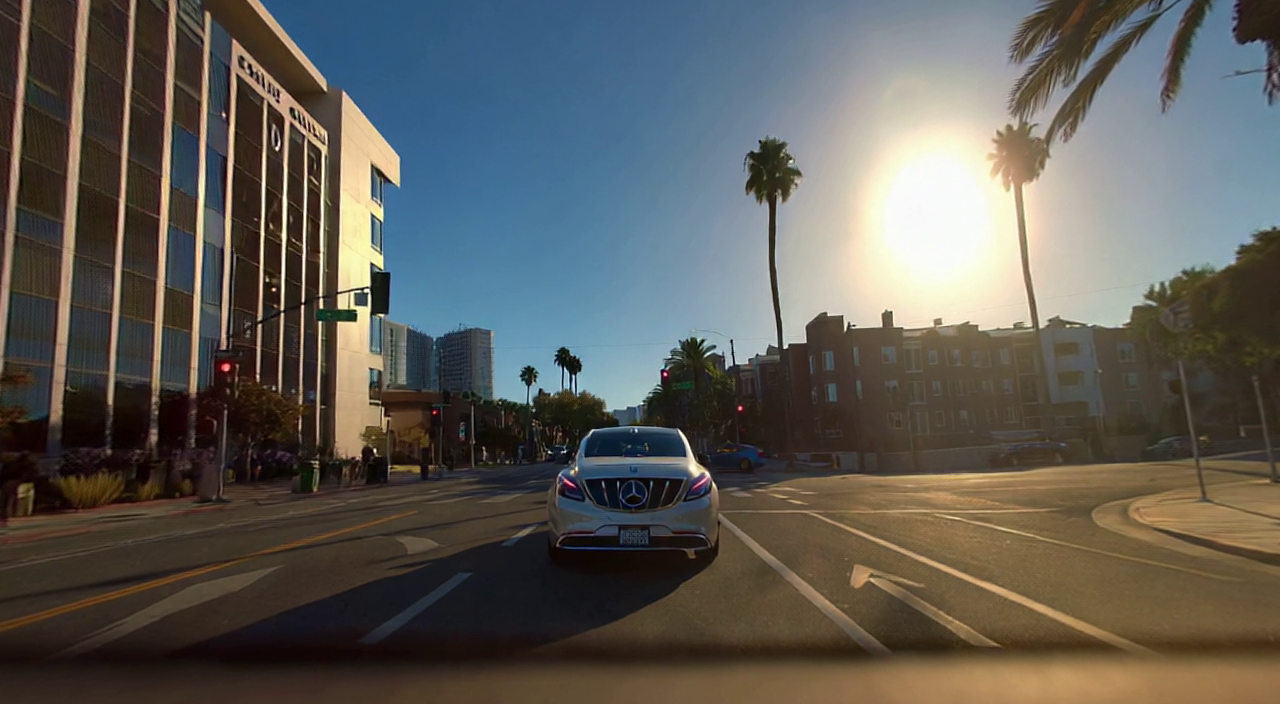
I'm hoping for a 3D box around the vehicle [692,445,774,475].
[{"bbox_3d":[5.775,6.735,39.606,4.649,1.760,2.029,-8,-11,41],"label":"vehicle"}]

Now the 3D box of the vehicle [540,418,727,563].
[{"bbox_3d":[-0.080,1.878,9.232,2.144,1.643,3.770,0,-8,0],"label":"vehicle"}]

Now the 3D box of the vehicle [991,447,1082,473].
[{"bbox_3d":[24.218,6.597,38.675,4.417,1.462,1.761,0,-8,-1],"label":"vehicle"}]

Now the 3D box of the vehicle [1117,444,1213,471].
[{"bbox_3d":[32.171,6.465,38.763,4.234,1.613,1.812,0,-8,-1],"label":"vehicle"}]
